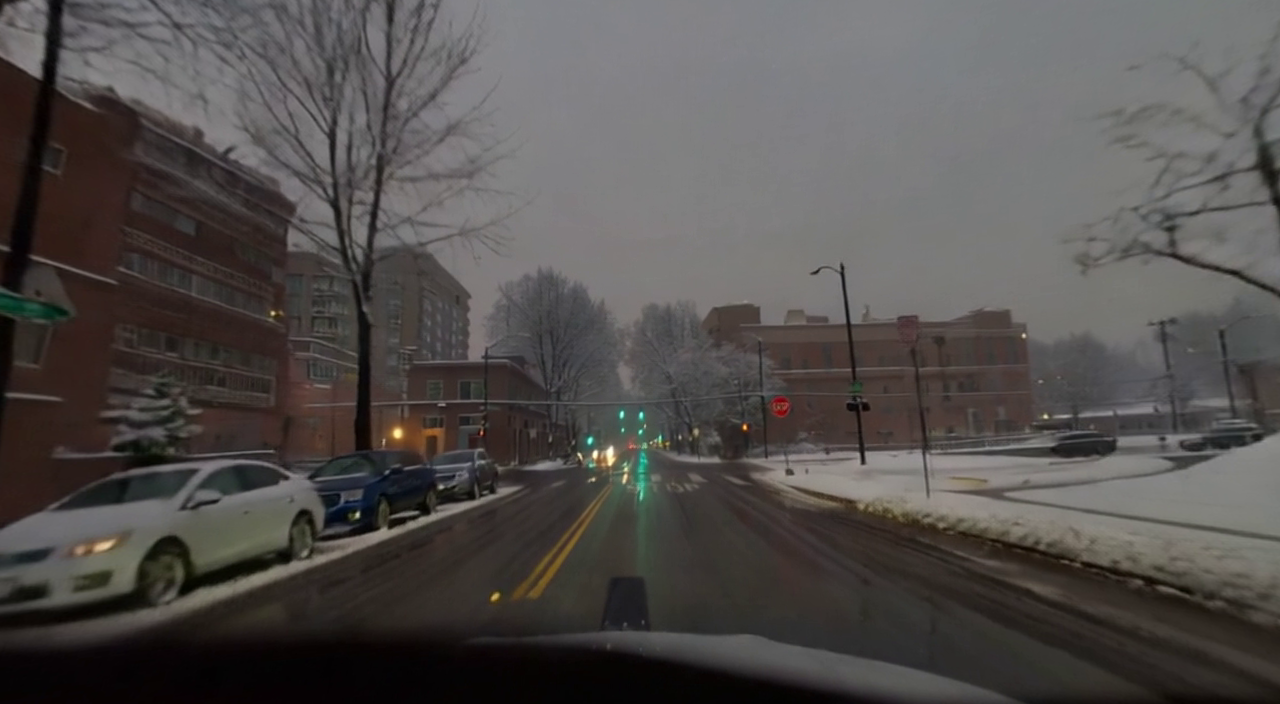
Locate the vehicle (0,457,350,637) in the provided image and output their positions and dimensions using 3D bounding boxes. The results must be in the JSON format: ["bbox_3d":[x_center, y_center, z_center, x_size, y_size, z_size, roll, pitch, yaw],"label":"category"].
[{"bbox_3d":[-5.672,2.036,7.644,2.131,1.407,4.547,0,-8,0],"label":"vehicle"}]

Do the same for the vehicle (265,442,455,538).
[{"bbox_3d":[-5.546,2.737,13.282,1.901,1.631,4.570,0,-8,0],"label":"vehicle"}]
